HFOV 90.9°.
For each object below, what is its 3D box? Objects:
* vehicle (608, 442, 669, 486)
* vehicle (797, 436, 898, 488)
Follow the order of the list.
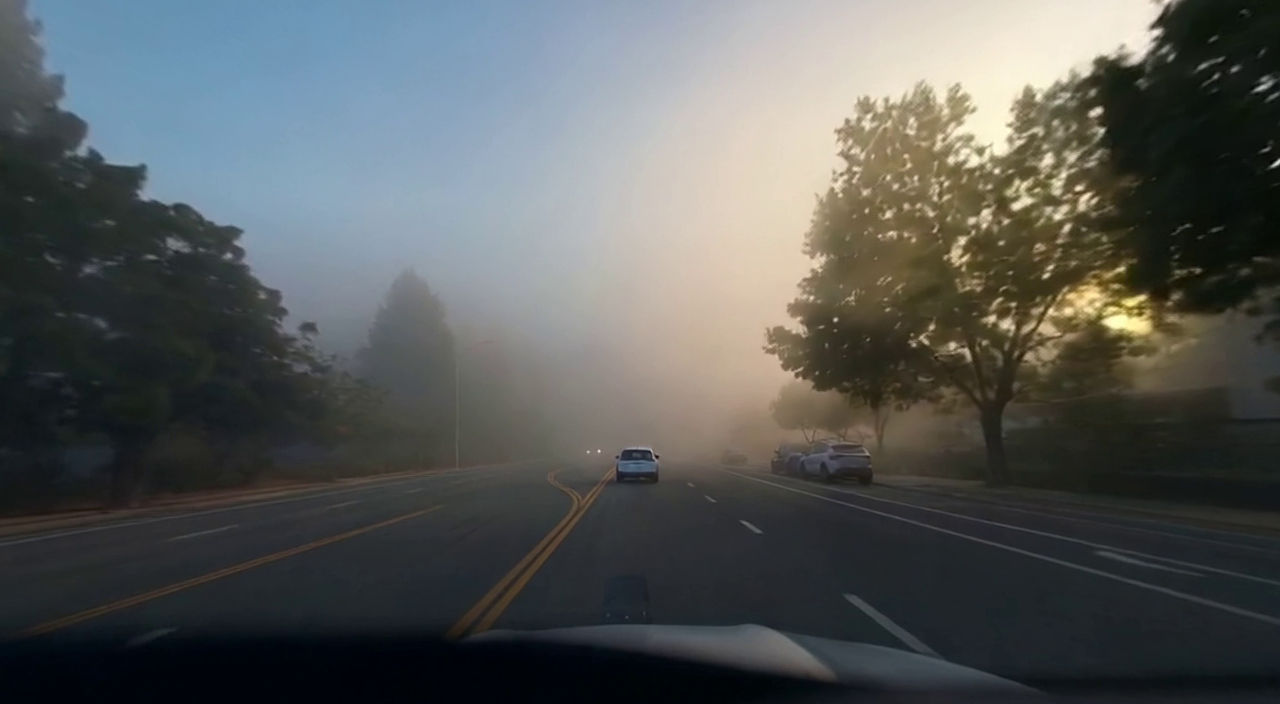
[{"bbox_3d":[-0.064,4.140,23.679,2.099,1.470,4.302,0,-9,0],"label":"vehicle"},{"bbox_3d":[8.090,4.326,25.167,2.185,1.818,5.038,0,-9,-2],"label":"vehicle"}]
